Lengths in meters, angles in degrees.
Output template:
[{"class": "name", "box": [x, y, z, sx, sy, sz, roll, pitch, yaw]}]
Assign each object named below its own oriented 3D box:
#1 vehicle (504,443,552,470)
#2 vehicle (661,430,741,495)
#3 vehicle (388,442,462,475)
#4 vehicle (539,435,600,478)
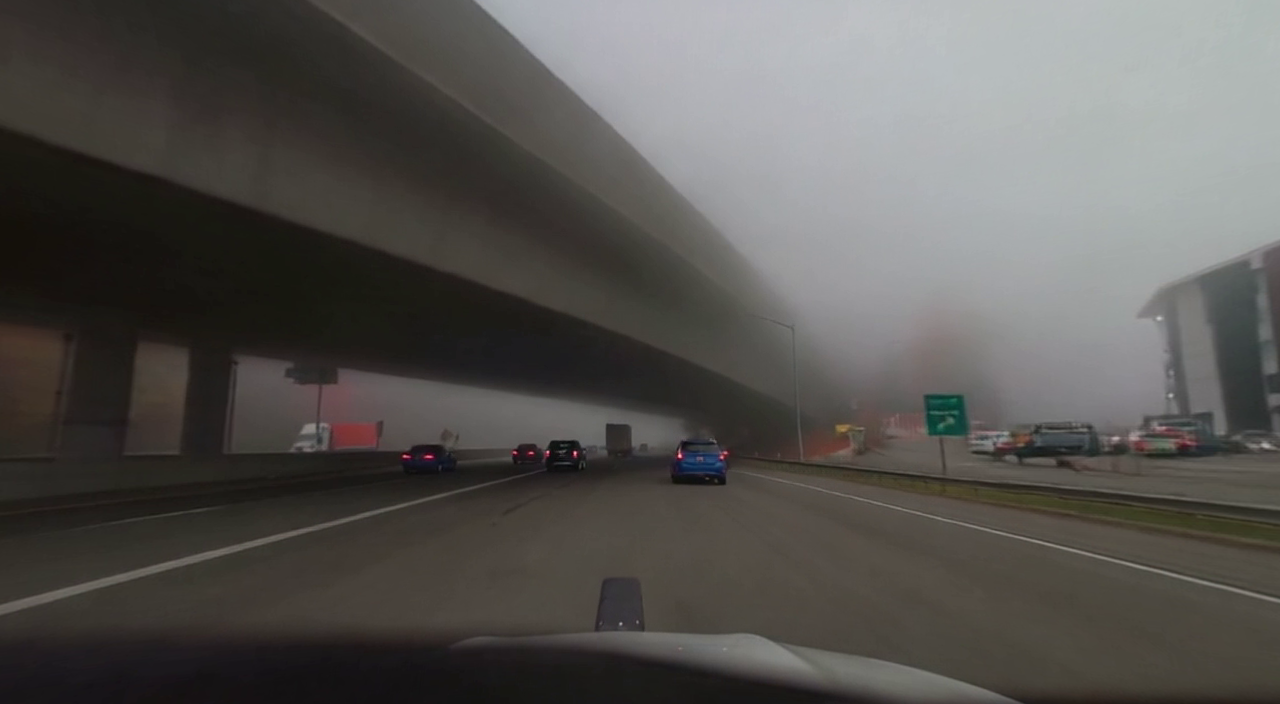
[{"class": "vehicle", "box": [-6.925, 6.502, 39.371, 2.057, 1.496, 4.661, 0, -9, 1]}, {"class": "vehicle", "box": [1.739, 3.347, 19.400, 2.101, 1.742, 4.495, 0, -9, 1]}, {"class": "vehicle", "box": [-10.708, 5.333, 31.730, 2.006, 1.509, 4.634, 0, -9, 1]}, {"class": "vehicle", "box": [-3.040, 4.652, 28.137, 2.111, 1.742, 4.315, 0, -9, 1]}]
